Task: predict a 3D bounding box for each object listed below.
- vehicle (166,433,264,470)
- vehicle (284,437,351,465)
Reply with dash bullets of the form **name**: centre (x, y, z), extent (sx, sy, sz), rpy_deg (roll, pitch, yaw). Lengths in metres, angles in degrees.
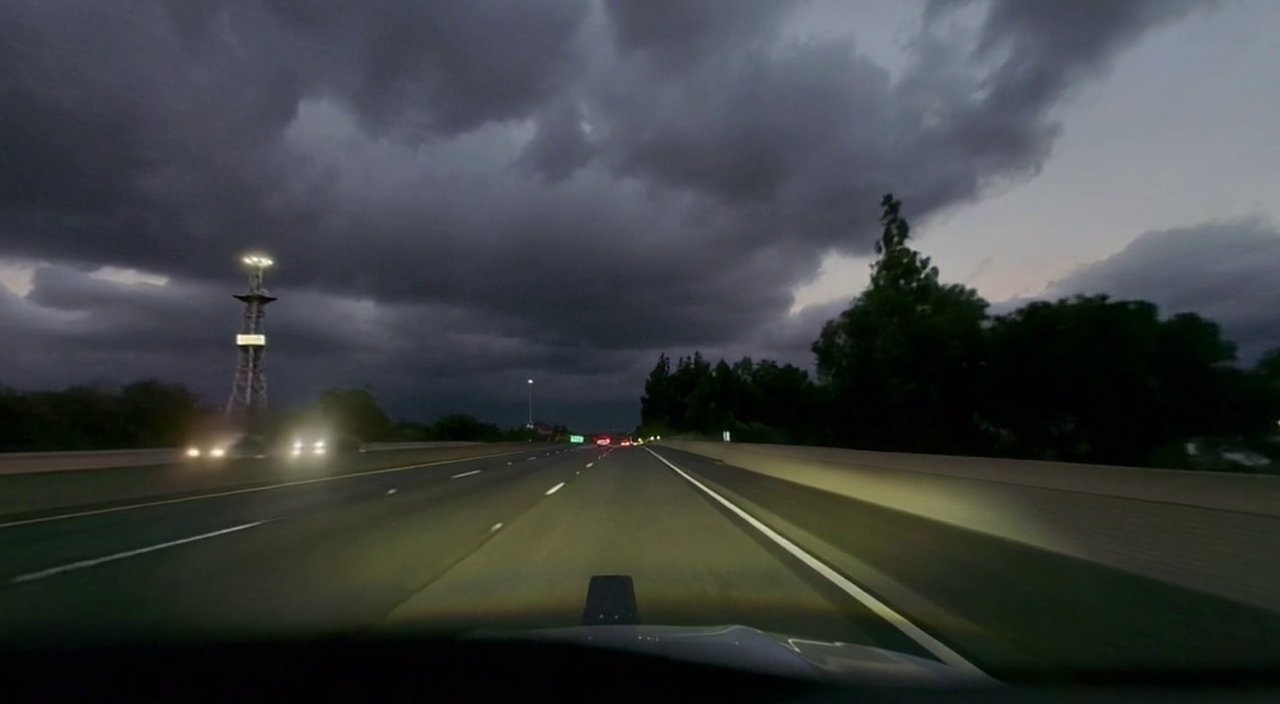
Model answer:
- **vehicle**: centre (-25.089, 5.849, 37.421), extent (2.162, 1.998, 5.306), rpy_deg (0, -8, -1)
- **vehicle**: centre (-20.801, 6.366, 40.754), extent (1.986, 1.700, 4.426), rpy_deg (0, -8, 0)
